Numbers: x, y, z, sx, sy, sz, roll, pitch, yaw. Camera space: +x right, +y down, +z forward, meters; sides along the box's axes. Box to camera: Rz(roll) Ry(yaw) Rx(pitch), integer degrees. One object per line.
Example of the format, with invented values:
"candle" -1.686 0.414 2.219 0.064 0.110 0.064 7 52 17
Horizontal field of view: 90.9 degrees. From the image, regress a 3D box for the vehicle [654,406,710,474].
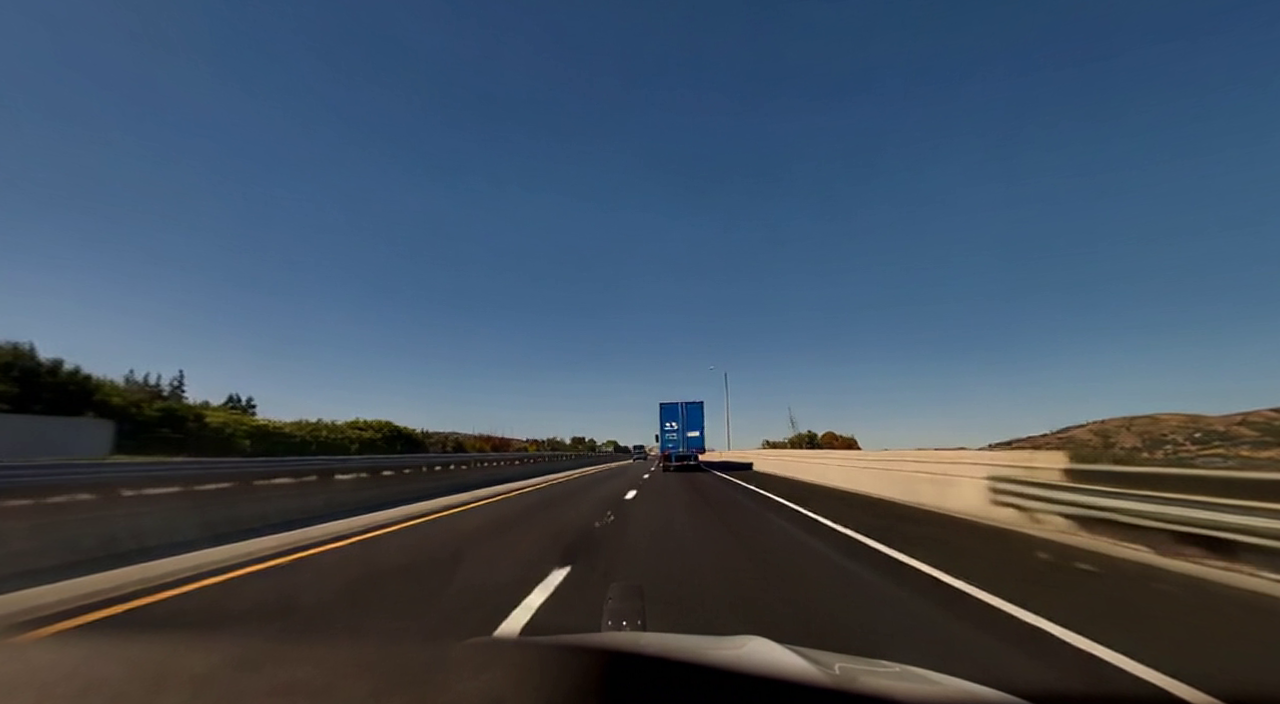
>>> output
"vehicle" 2.458 5.676 40.165 3.107 3.718 10.231 0 -9 1
